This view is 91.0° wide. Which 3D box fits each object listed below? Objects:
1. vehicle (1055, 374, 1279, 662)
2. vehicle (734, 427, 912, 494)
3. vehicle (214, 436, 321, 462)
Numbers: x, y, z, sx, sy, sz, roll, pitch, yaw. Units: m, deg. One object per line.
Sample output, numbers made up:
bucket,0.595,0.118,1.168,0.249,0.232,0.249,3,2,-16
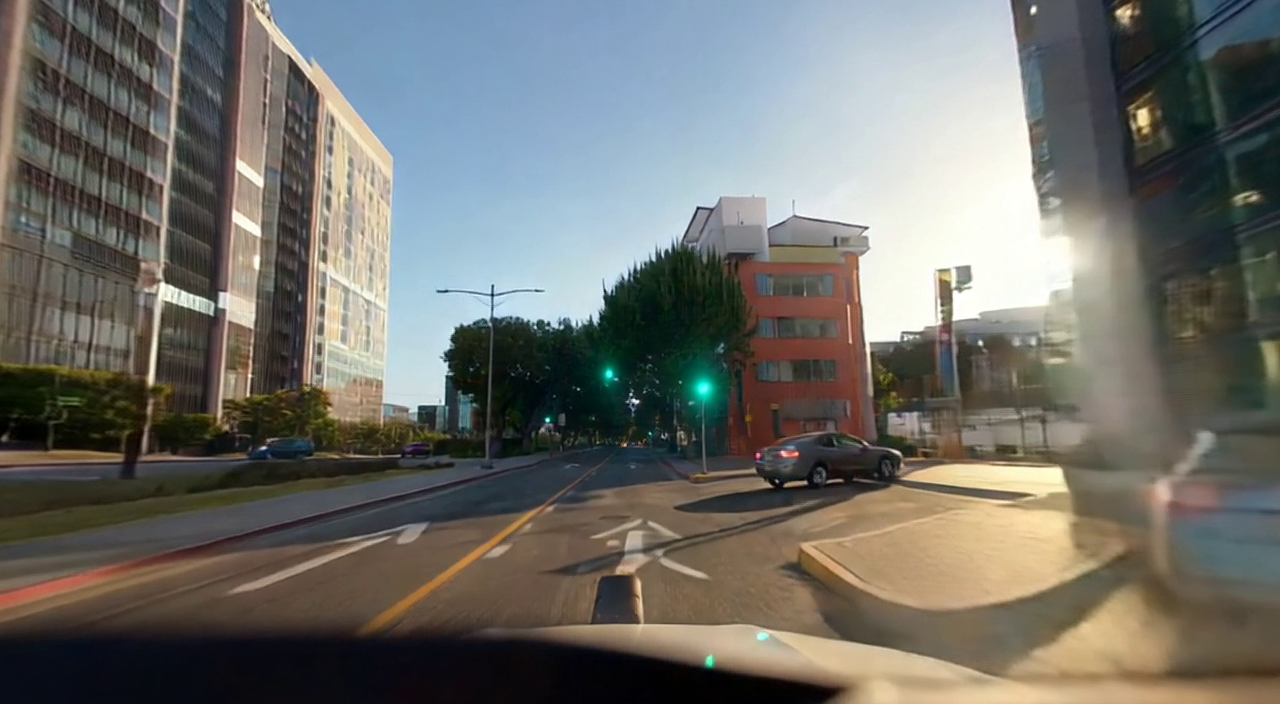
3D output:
vehicle,5.009,1.019,4.496,3.844,1.524,1.847,4,-9,-32
vehicle,4.673,2.709,16.141,4.033,1.514,1.974,3,-9,-25
vehicle,-19.531,5.094,33.302,2.660,1.211,4.739,-1,-8,2
